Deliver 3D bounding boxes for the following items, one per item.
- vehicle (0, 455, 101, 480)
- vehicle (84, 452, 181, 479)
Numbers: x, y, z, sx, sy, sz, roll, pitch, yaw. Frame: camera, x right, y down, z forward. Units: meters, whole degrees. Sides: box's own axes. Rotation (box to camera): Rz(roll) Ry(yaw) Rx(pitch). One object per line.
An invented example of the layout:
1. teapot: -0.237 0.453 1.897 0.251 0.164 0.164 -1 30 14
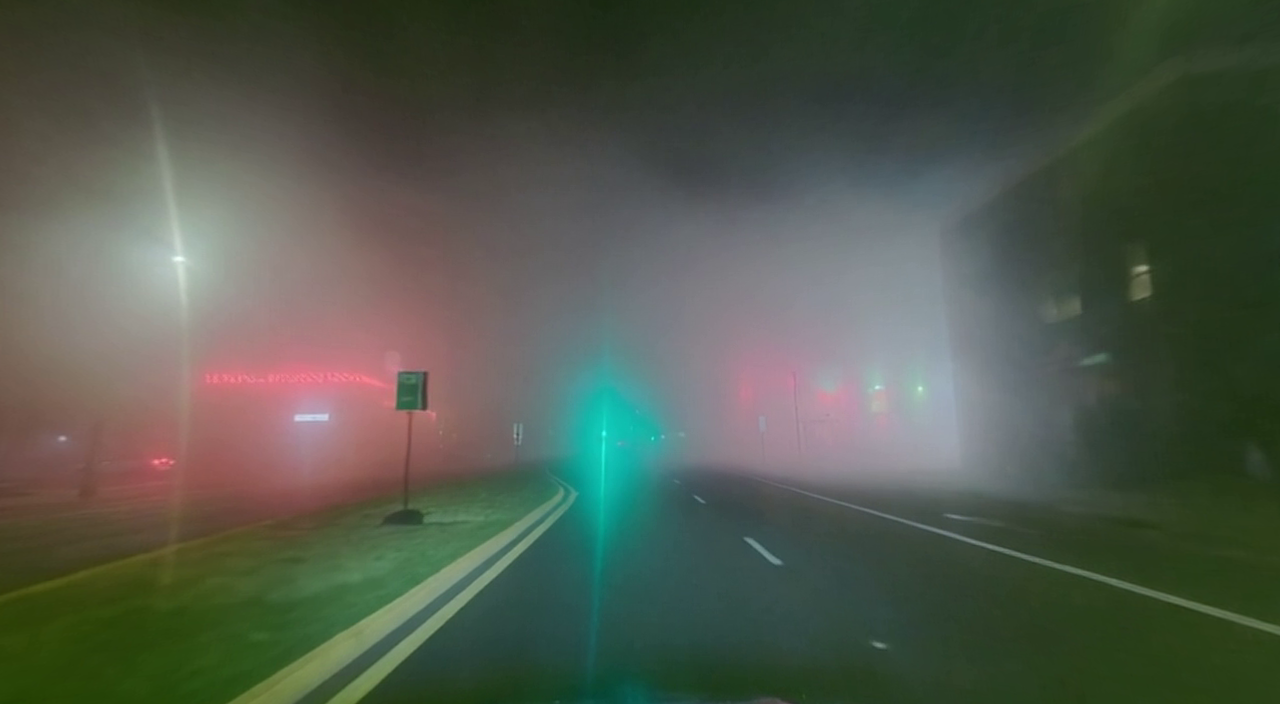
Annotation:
1. vehicle: -37.413 7.327 40.131 4.639 1.484 1.789 0 -8 0
2. vehicle: -32.041 7.152 39.951 4.486 1.614 1.950 -1 -8 4
